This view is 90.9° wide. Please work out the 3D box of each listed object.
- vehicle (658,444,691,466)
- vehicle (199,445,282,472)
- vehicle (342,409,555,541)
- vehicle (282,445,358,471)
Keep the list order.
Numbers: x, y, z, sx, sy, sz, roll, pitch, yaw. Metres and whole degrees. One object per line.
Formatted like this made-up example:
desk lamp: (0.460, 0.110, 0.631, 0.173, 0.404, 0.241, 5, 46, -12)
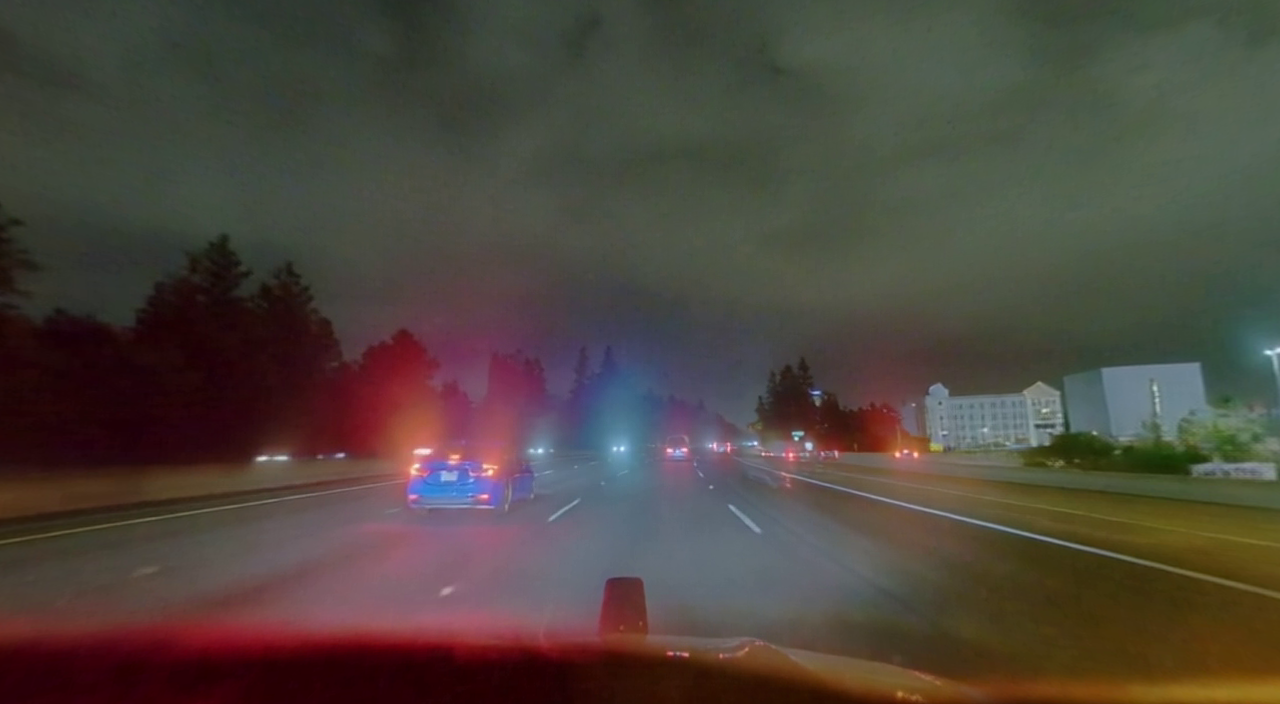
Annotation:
vehicle: (2.433, 7.139, 43.931, 2.158, 1.458, 3.656, 0, -9, 4)
vehicle: (-23.377, 6.214, 37.106, 1.808, 1.495, 4.294, -1, -9, 4)
vehicle: (-3.015, 2.080, 11.313, 2.185, 1.823, 4.854, 0, -9, 1)
vehicle: (-19.296, 6.381, 38.277, 1.902, 1.478, 4.631, 0, -9, 4)
